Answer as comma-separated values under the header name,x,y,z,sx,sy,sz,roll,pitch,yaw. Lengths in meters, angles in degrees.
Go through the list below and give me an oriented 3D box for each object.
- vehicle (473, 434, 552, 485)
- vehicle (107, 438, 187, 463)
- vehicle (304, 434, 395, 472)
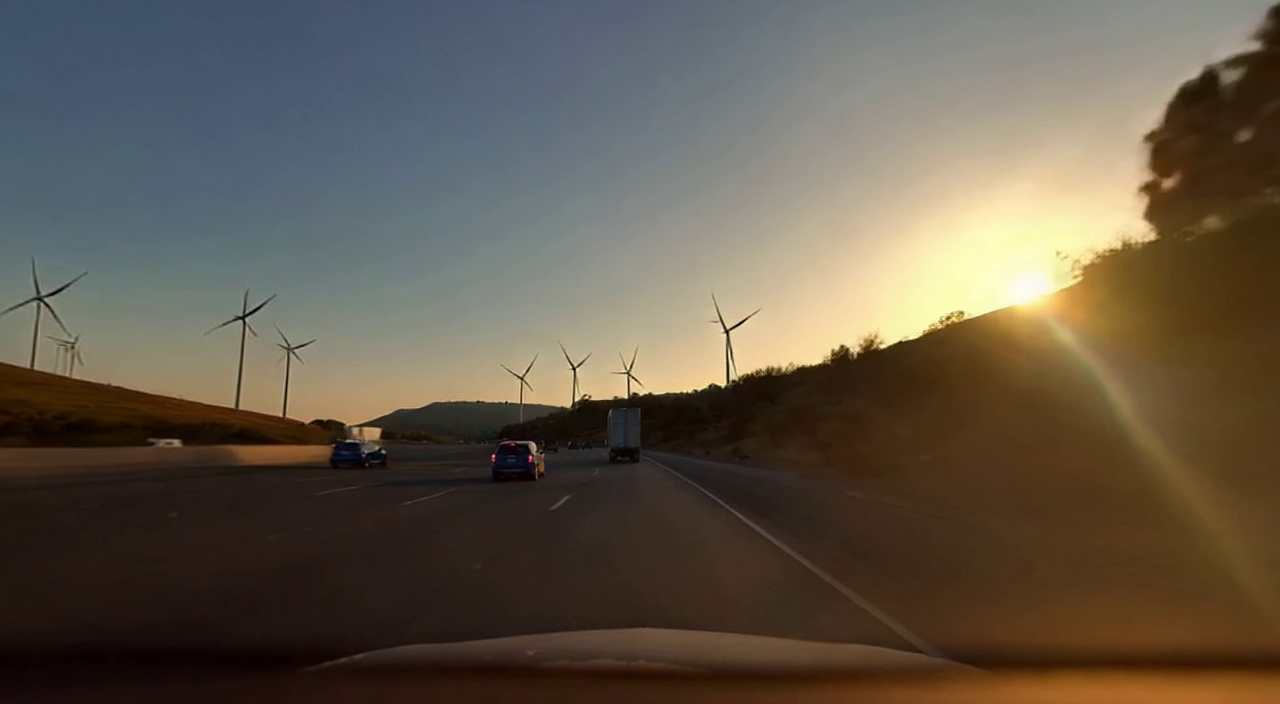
name,x,y,z,sx,sy,sz,roll,pitch,yaw
vehicle,-4.545,3.895,23.002,2.109,1.684,3.783,0,-8,-1
vehicle,-34.003,6.797,43.507,1.928,1.606,4.642,0,-8,-3
vehicle,-15.257,5.363,33.450,2.285,1.835,5.672,0,-8,-2
